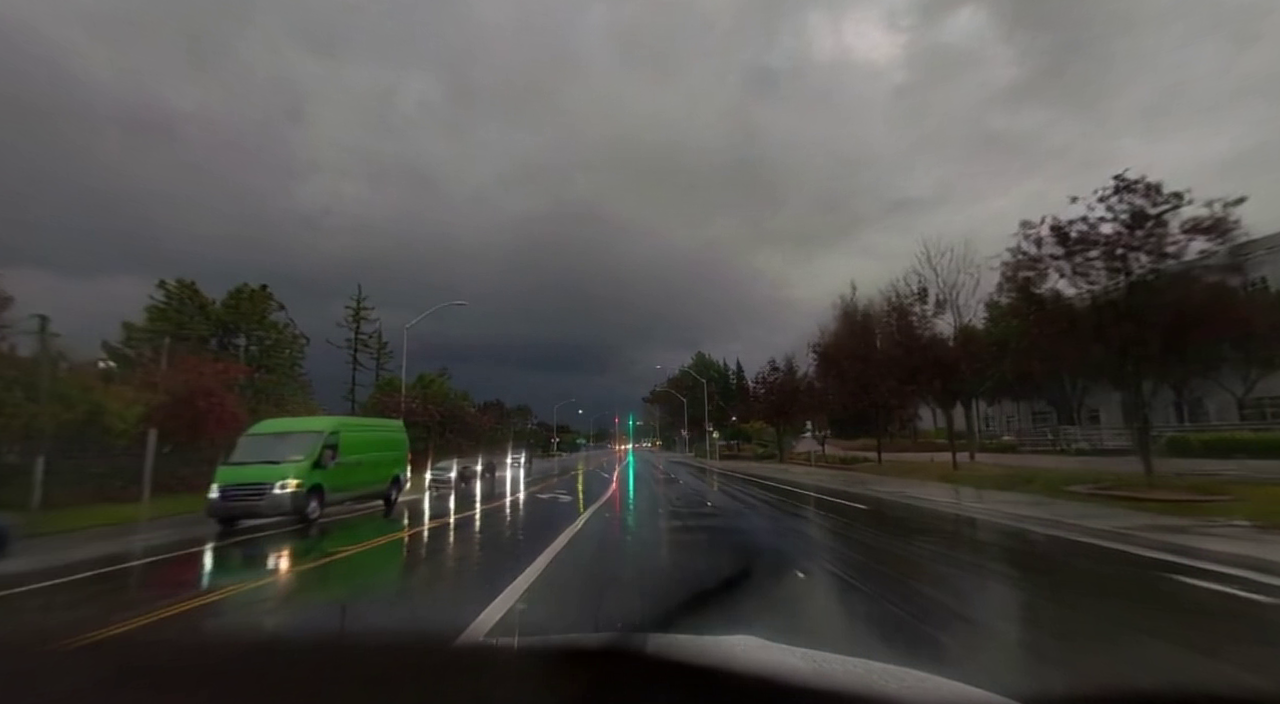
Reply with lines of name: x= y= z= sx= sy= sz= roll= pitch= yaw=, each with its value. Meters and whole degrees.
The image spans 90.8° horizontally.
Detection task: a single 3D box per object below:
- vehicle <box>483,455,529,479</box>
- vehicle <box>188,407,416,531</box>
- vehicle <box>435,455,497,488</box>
vehicle: x=-8.816 y=7.606 z=41.989 sx=1.940 sy=1.452 sz=4.441 roll=-1 pitch=-9 yaw=2
vehicle: x=-8.789 y=3.126 z=17.597 sx=2.617 sy=2.736 sz=6.621 roll=0 pitch=-9 yaw=0
vehicle: x=-8.853 y=6.097 z=32.564 sx=1.959 sy=1.469 sz=4.369 roll=0 pitch=-9 yaw=0
